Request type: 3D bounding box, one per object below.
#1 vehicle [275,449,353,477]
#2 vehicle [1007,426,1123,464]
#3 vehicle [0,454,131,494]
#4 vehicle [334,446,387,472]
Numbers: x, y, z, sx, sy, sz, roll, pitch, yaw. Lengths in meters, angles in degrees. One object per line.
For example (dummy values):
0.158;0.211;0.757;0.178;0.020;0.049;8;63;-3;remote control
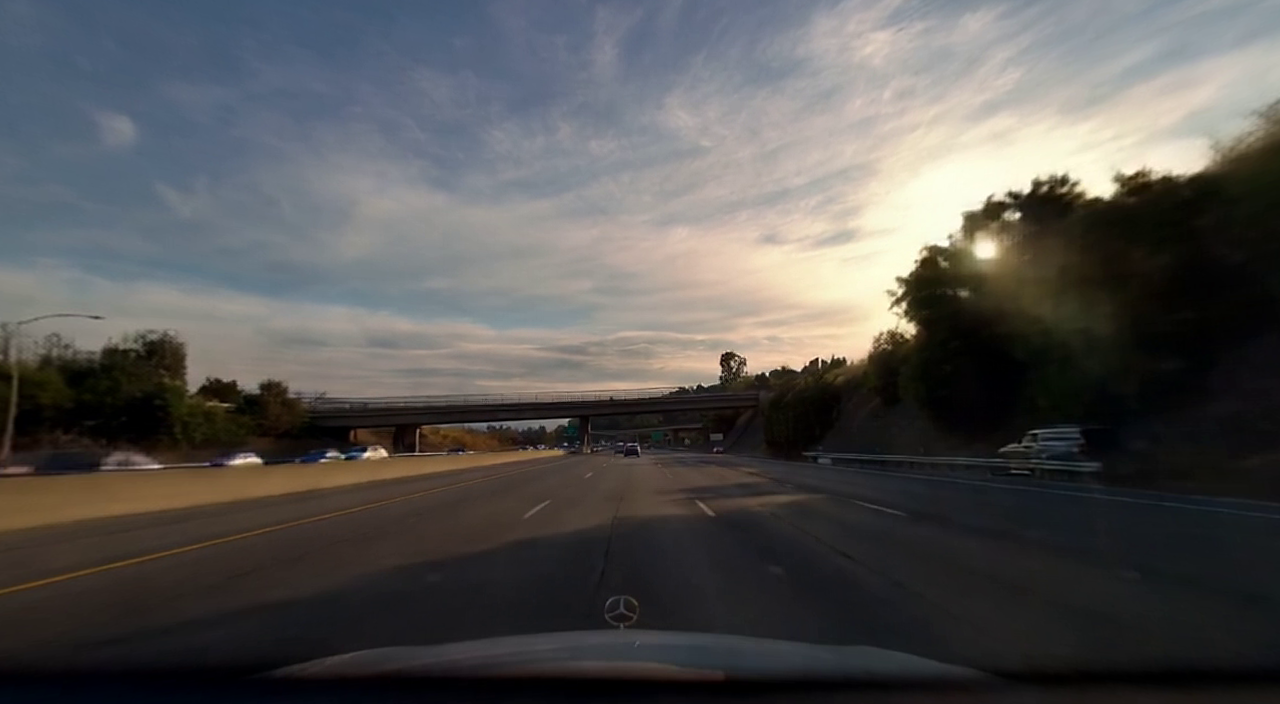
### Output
-18.656;6.339;36.436;2.035;1.485;4.729;0;-9;-1;vehicle
18.565;4.123;27.901;1.916;1.508;4.485;0;-9;-2;vehicle
-24.099;5.049;26.530;1.902;1.452;4.441;0;-9;-3;vehicle
-19.673;7.504;44.718;2.048;1.713;4.709;1;-9;-7;vehicle
